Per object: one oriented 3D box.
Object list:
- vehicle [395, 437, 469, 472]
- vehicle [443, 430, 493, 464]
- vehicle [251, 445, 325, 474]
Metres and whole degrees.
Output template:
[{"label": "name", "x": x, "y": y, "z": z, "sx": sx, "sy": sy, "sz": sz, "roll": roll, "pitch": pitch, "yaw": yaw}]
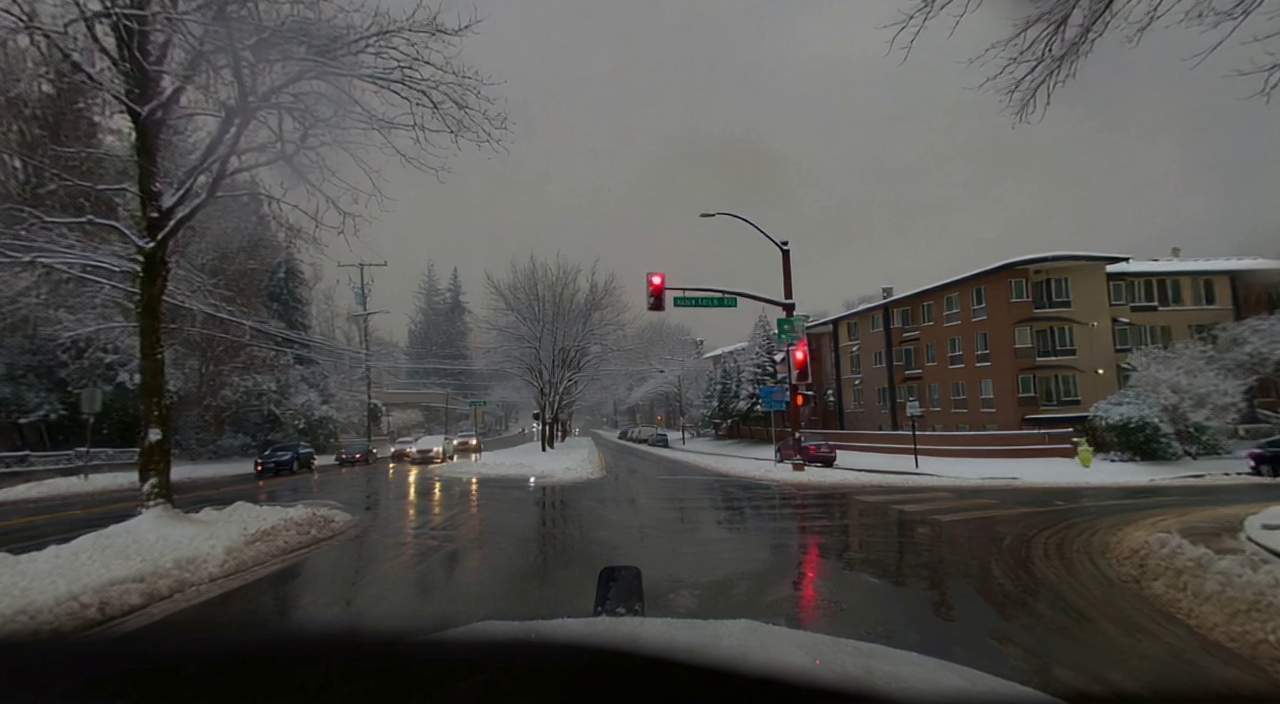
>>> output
[{"label": "vehicle", "x": -9.664, "y": 4.798, "z": 29.781, "sx": 2.116, "sy": 1.521, "sz": 4.294, "roll": 0, "pitch": -9, "yaw": -1}, {"label": "vehicle", "x": -9.771, "y": 5.453, "z": 36.172, "sx": 1.910, "sy": 1.818, "sz": 4.057, "roll": 0, "pitch": -9, "yaw": -3}, {"label": "vehicle", "x": -21.093, "y": 6.452, "z": 38.095, "sx": 1.981, "sy": 1.628, "sz": 4.336, "roll": 0, "pitch": -9, "yaw": -1}]
